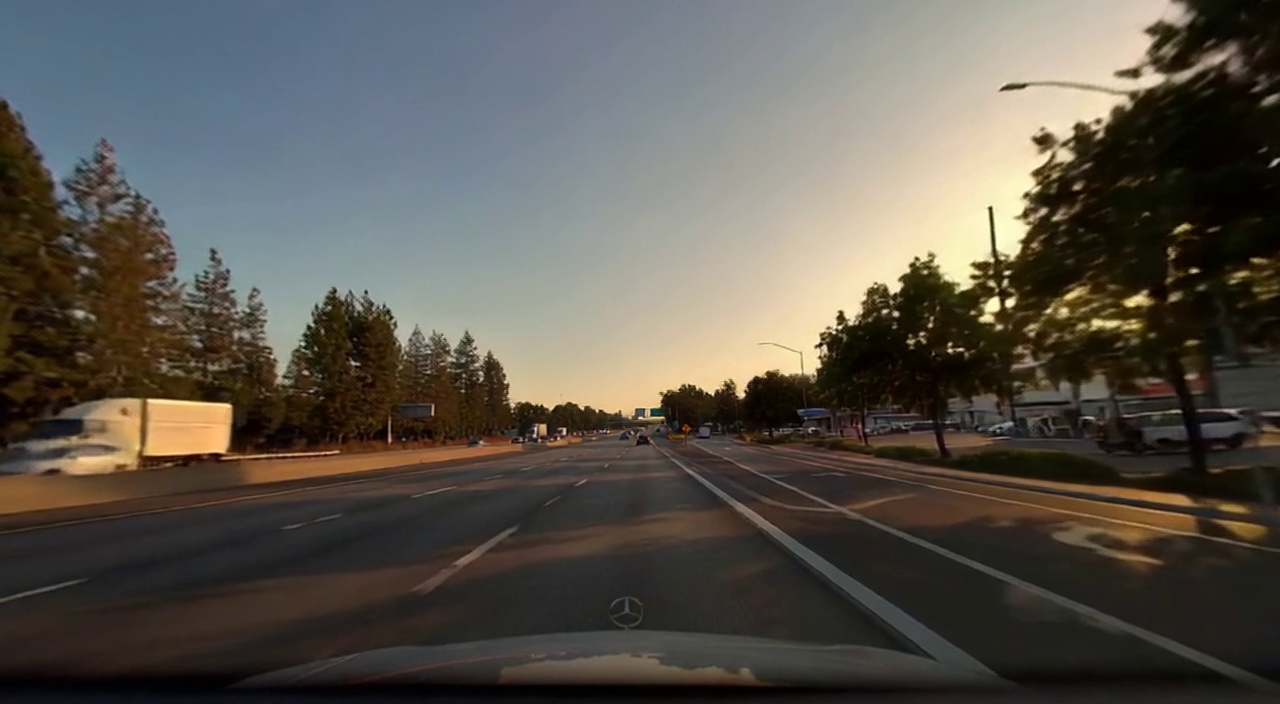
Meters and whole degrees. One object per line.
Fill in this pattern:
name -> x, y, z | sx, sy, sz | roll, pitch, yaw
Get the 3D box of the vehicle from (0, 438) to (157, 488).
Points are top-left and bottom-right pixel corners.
vehicle -> -22.606, 4.298, 24.960 | 1.989, 1.705, 6.263 | 0, -8, 0

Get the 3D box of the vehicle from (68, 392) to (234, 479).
vehicle -> -27.309, 4.761, 35.924 | 3.154, 4.285, 7.732 | -1, -8, 0
